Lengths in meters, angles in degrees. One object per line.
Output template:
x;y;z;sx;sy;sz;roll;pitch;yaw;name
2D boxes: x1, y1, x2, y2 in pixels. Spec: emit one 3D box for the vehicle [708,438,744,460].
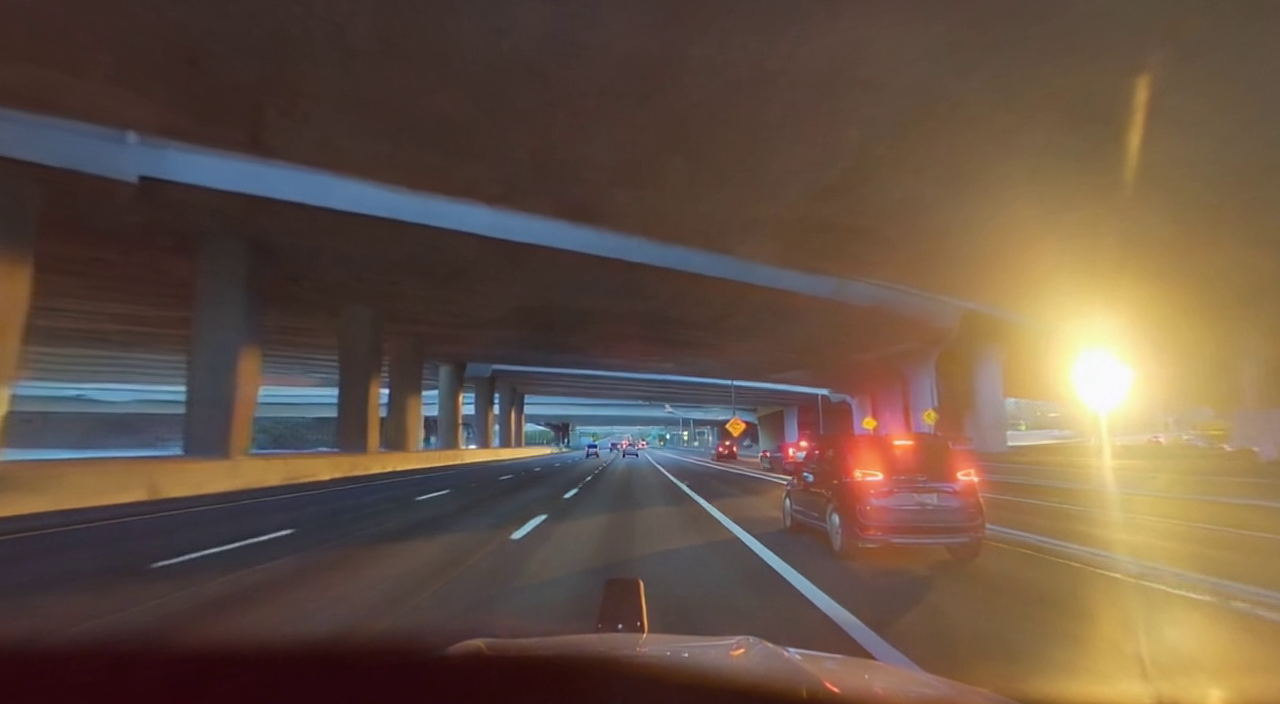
6.652;7.586;49.337;2.075;1.611;4.421;0;-8;-2;vehicle
